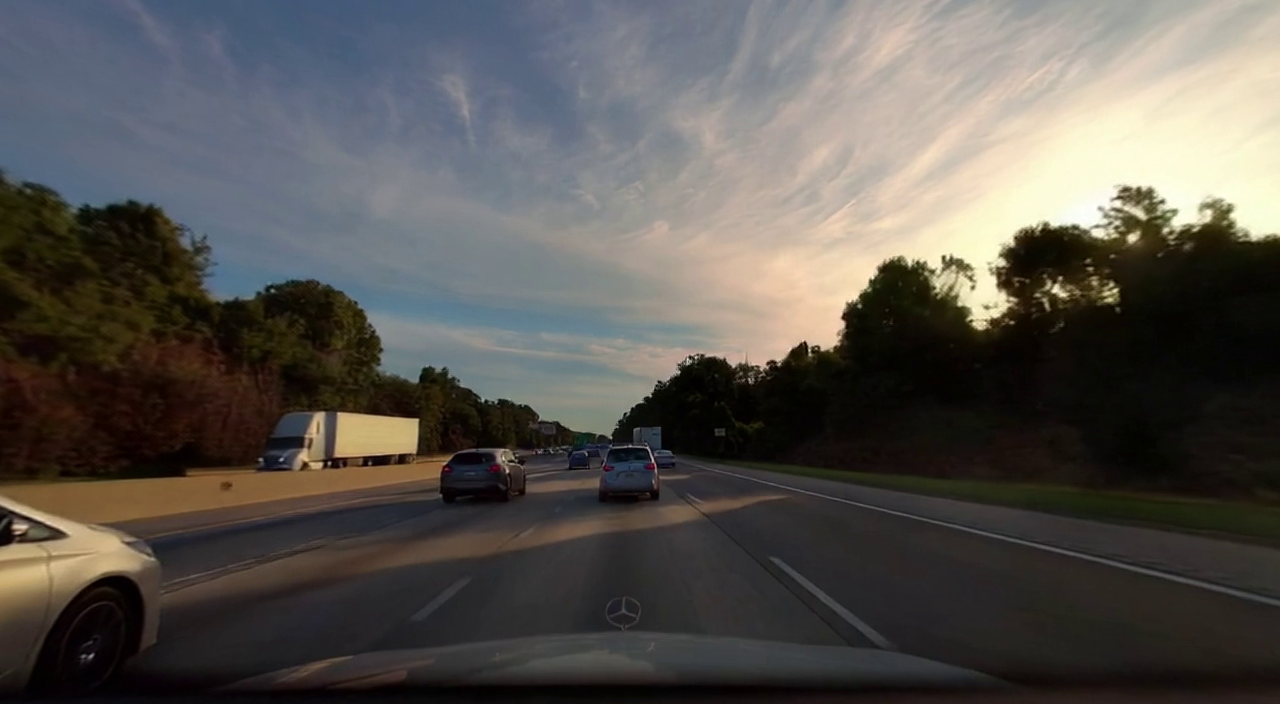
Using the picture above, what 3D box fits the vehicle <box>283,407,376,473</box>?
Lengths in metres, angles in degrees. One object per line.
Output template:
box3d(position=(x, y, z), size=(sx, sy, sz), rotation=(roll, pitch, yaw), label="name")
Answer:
box3d(position=(-19.956, 5.784, 41.042), size=(2.966, 3.958, 5.847), rotation=(0, -9, -1), label="vehicle")

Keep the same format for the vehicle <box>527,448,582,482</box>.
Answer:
box3d(position=(-4.040, 5.411, 30.501), size=(1.999, 1.484, 4.269), rotation=(0, -9, 1), label="vehicle")

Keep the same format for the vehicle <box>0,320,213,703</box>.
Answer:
box3d(position=(-3.966, 0.625, 1.571), size=(2.243, 1.889, 4.949), rotation=(0, -9, 1), label="vehicle")

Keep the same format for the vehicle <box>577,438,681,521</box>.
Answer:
box3d(position=(-0.231, 2.734, 13.916), size=(1.996, 1.574, 3.426), rotation=(0, -9, -1), label="vehicle")

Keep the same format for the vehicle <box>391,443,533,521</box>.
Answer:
box3d(position=(-3.871, 2.900, 14.616), size=(1.988, 1.501, 4.438), rotation=(0, -9, 0), label="vehicle")
